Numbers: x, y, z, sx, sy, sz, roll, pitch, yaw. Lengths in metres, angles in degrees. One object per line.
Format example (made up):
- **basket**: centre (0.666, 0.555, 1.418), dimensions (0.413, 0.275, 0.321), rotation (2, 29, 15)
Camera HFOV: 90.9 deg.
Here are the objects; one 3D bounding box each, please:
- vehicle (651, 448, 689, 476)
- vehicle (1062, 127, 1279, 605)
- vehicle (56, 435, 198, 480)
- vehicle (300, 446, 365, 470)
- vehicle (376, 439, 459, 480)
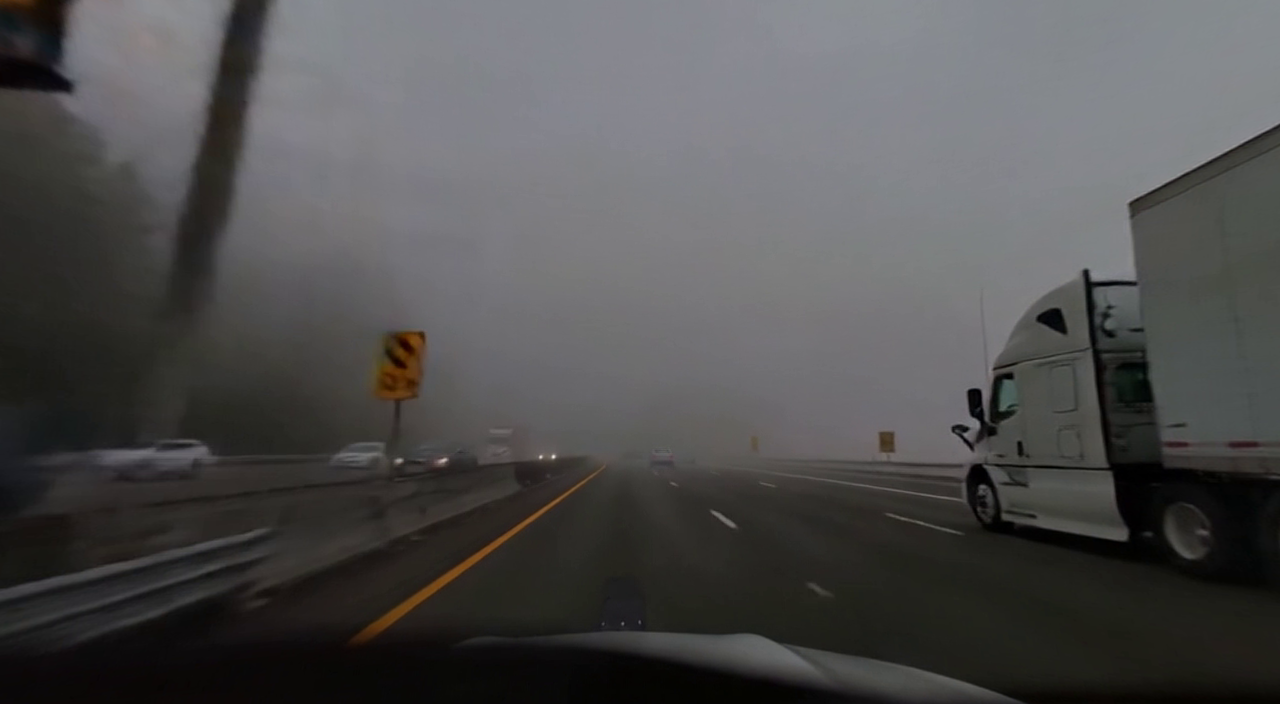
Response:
- **vehicle**: centre (1.745, 6.598, 38.071), dimensions (2.111, 1.599, 3.859), rotation (0, -9, 0)
- **vehicle**: centre (6.789, -0.577, 0.904), dimensions (2.890, 4.006, 14.039), rotation (0, -9, 1)
- **vehicle**: centre (-19.302, 3.995, 24.027), dimensions (1.830, 1.564, 4.271), rotation (0, -9, -1)
- **vehicle**: centre (-19.872, 6.865, 40.922), dimensions (1.964, 1.478, 4.587), rotation (0, -9, -1)
- **vehicle**: centre (-8.736, 4.256, 25.139), dimensions (1.789, 1.478, 4.146), rotation (0, -9, 0)
